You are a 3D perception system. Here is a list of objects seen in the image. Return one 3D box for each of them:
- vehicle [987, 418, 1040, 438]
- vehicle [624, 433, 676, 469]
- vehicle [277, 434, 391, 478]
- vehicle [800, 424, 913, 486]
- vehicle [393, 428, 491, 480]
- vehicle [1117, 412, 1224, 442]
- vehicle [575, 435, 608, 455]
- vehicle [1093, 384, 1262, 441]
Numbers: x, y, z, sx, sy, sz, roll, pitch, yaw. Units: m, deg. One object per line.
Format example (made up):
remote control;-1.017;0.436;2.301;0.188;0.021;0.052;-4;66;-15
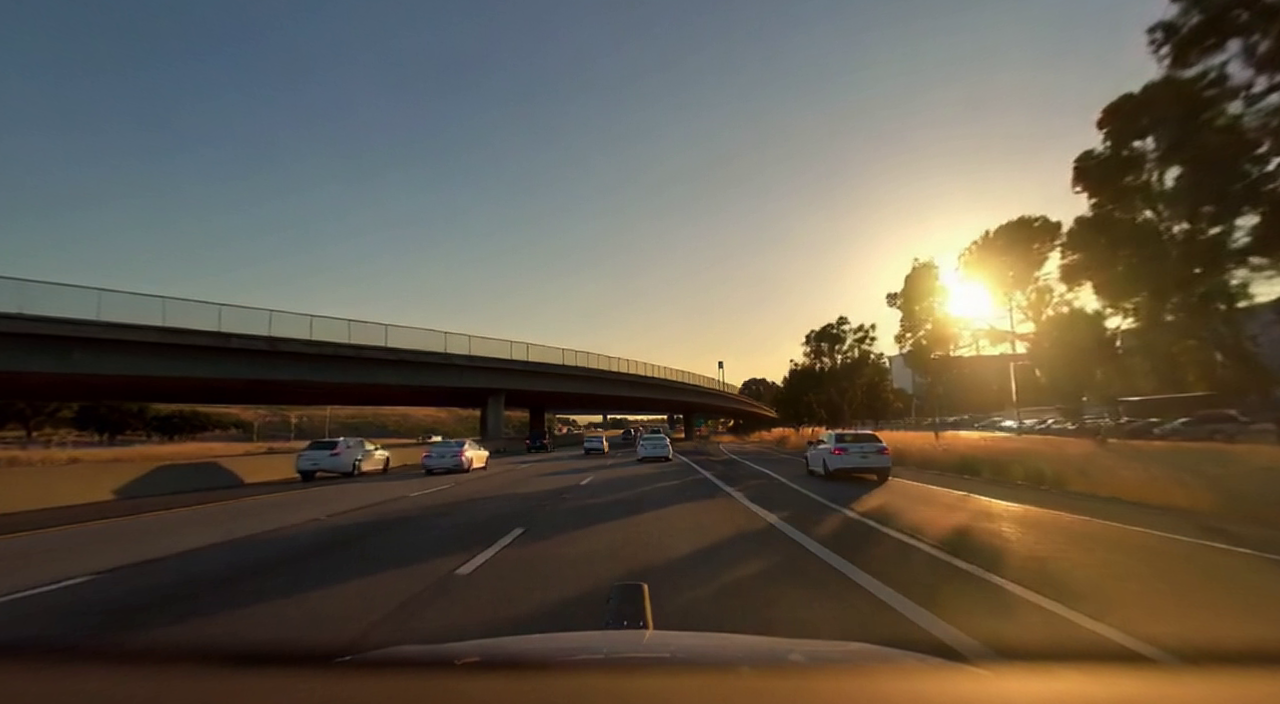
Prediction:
vehicle;29.049;5.995;49.221;1.797;1.435;4.566;-1;-9;6
vehicle;0.424;4.439;28.400;2.145;1.493;4.146;0;-9;0
vehicle;-11.315;3.876;23.762;1.858;1.491;4.734;0;-9;0
vehicle;6.541;3.172;19.683;2.095;1.674;4.530;0;-9;3
vehicle;-7.045;3.683;22.987;2.067;1.682;4.388;0;-9;1
vehicle;27.151;3.924;32.523;1.835;1.438;4.615;-1;-9;5
vehicle;-3.498;6.855;46.510;2.056;1.405;4.273;0;-8;1
vehicle;35.589;4.058;42.113;7.901;3.250;2.763;-5;-7;14
